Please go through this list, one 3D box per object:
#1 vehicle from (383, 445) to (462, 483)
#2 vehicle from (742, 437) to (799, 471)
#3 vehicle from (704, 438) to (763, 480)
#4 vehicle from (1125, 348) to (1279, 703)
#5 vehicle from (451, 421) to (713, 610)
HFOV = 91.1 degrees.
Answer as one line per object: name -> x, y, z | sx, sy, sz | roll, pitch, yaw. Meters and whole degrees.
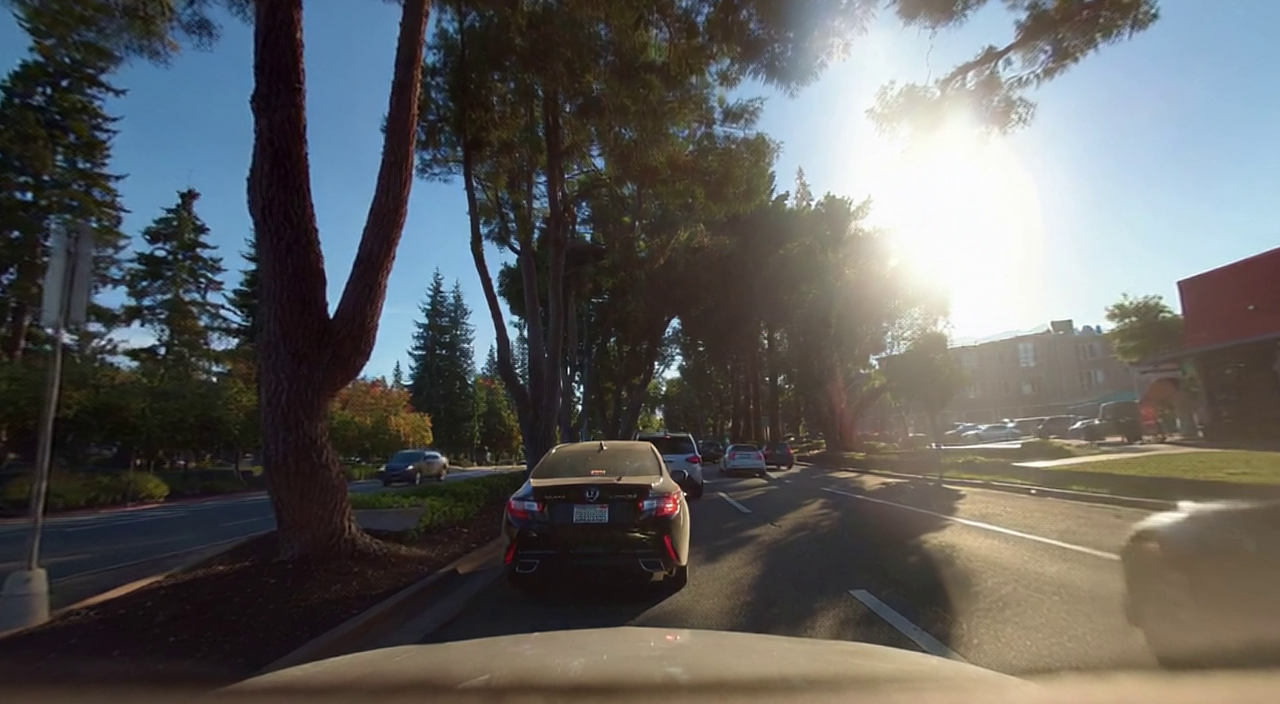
vehicle -> -11.912, 6.180, 34.972 | 2.257, 1.904, 5.751 | 0, -9, 1
vehicle -> 7.652, 6.030, 37.399 | 2.253, 1.854, 5.409 | 0, -9, 0
vehicle -> 3.967, 4.597, 27.271 | 1.946, 1.648, 4.230 | 0, -9, 0
vehicle -> 3.508, 0.593, 1.054 | 1.971, 1.637, 4.317 | 0, -9, 2
vehicle -> -0.471, 1.627, 7.155 | 2.111, 1.506, 4.018 | 0, -9, 0
